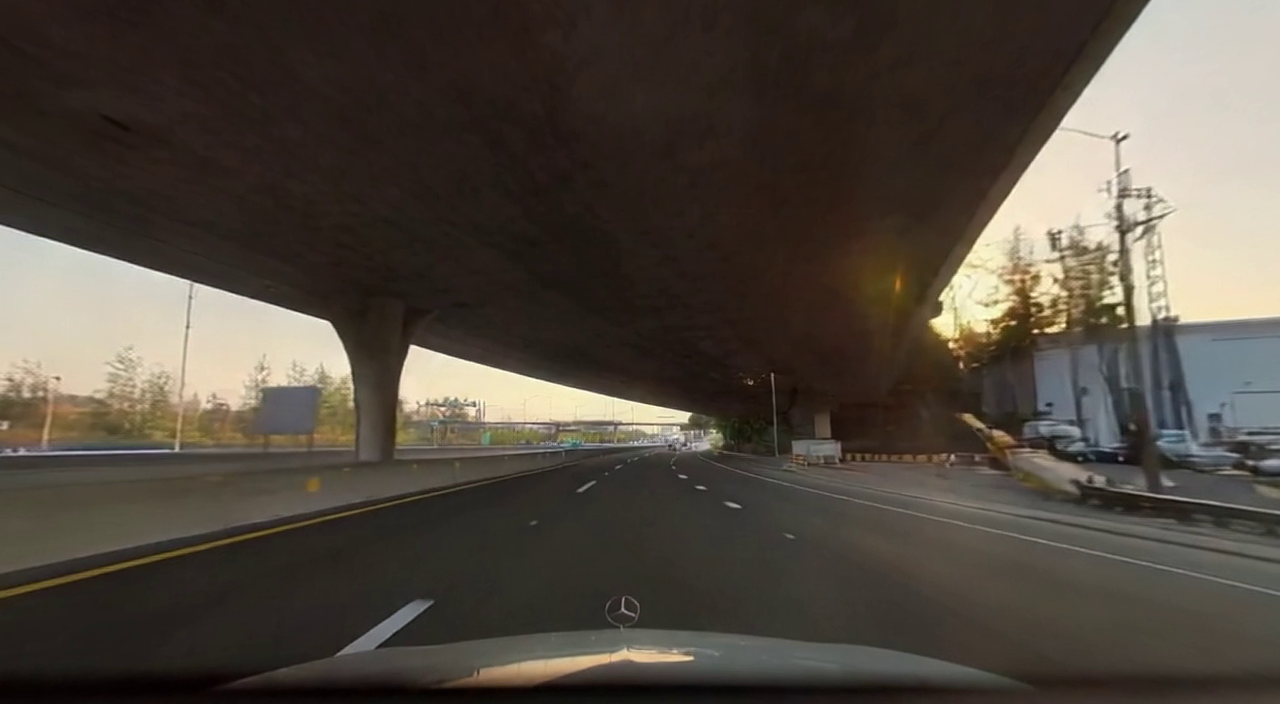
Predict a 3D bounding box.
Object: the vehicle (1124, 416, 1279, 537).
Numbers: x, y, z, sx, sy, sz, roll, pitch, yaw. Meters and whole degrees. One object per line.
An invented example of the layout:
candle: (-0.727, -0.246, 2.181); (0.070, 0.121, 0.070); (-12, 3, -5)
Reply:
vehicle: (18.592, 3.229, 17.428); (7.989, 2.900, 2.994); (-1, -8, -5)
